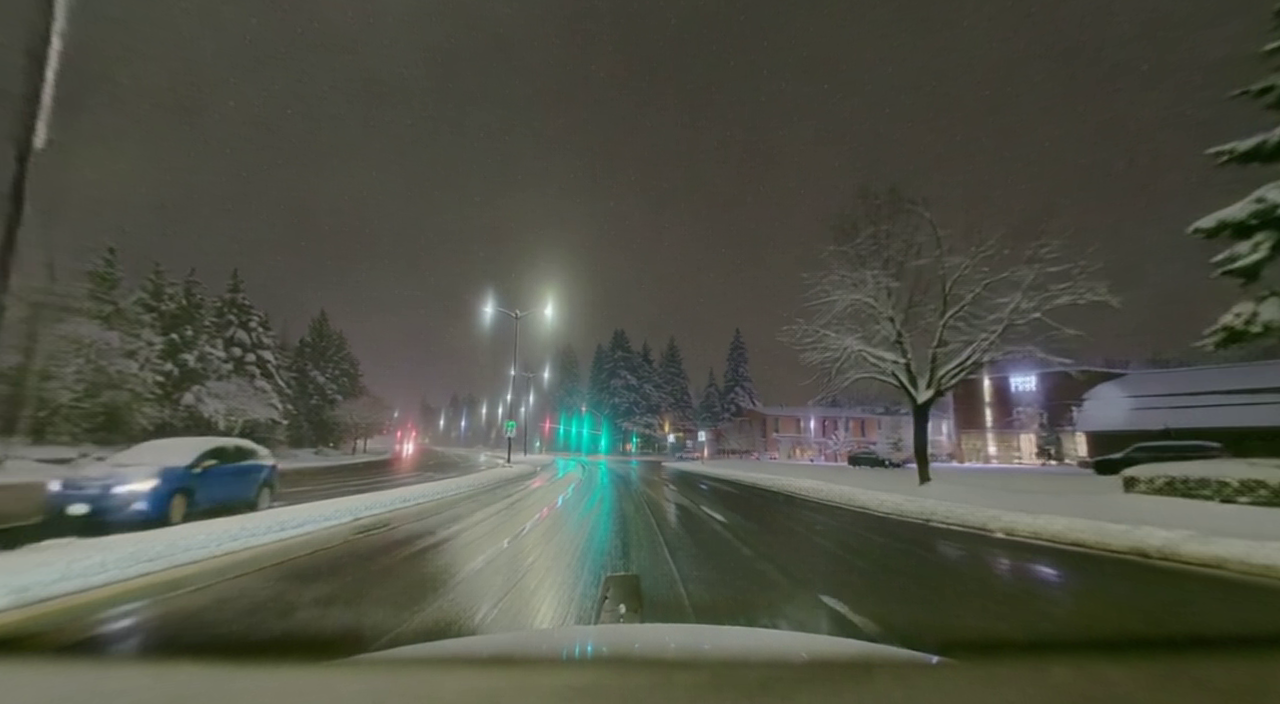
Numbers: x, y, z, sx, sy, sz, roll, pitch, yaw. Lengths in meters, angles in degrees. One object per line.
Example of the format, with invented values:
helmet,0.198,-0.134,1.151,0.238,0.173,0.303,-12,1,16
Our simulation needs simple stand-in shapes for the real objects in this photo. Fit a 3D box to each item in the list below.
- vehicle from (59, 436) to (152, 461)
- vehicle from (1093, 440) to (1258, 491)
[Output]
vehicle,-41.427,7.552,49.092,4.875,1.819,2.218,4,-11,-19
vehicle,31.813,6.724,37.923,2.649,2.623,6.928,8,-10,-26
